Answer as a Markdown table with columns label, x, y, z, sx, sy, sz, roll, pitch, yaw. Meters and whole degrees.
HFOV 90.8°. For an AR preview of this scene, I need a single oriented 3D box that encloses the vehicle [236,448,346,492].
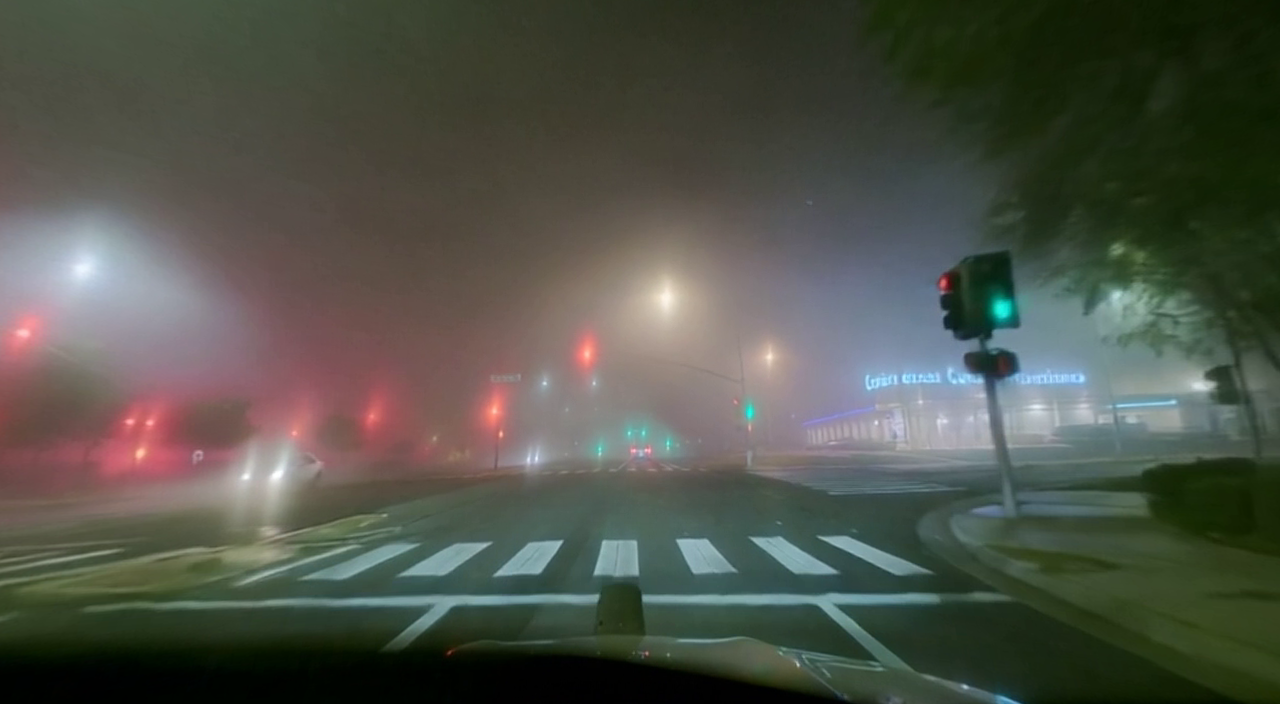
| label | x | y | z | sx | sy | sz | roll | pitch | yaw |
| --- | --- | --- | --- | --- | --- | --- | --- | --- | --- |
| vehicle | -15.615 | 5.268 | 28.654 | 2.071 | 1.800 | 4.954 | 0 | -8 | 2 |
